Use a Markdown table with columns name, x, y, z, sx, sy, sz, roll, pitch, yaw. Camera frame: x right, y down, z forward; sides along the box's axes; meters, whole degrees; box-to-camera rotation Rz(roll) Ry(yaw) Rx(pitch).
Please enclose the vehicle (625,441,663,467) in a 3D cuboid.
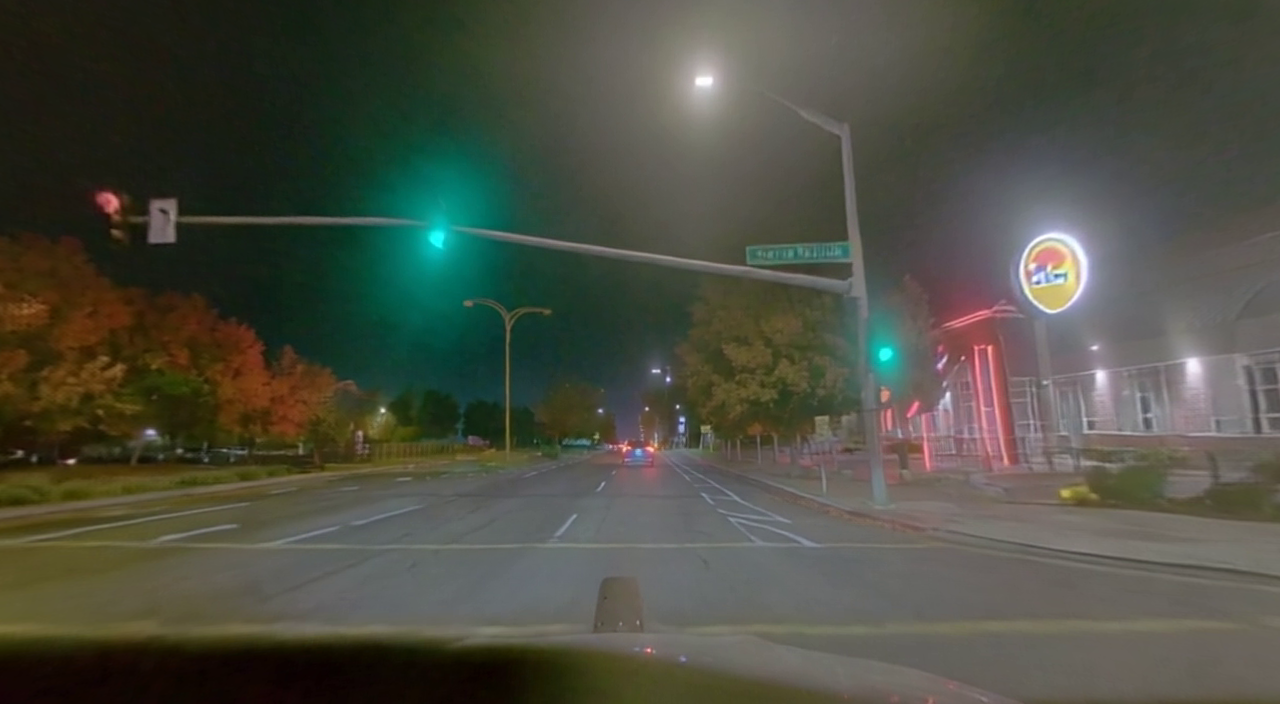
| name | x | y | z | sx | sy | sz | roll | pitch | yaw |
| --- | --- | --- | --- | --- | --- | --- | --- | --- | --- |
| vehicle | 0.231 | 6.104 | 38.002 | 2.115 | 1.461 | 3.976 | 0 | -9 | 0 |
